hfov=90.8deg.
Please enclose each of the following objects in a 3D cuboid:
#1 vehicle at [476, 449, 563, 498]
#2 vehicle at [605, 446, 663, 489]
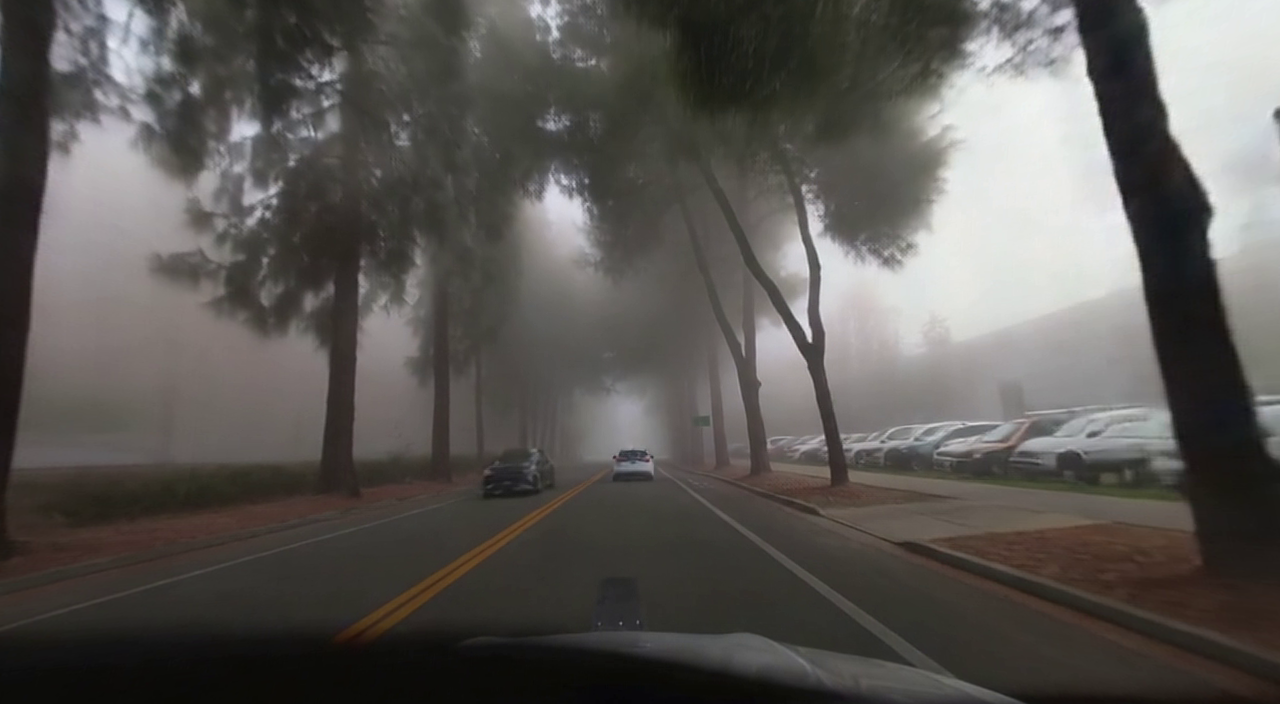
[{"bbox_3d":[-3.975,4.073,21.696,2.028,1.464,4.602,-1,-9,1],"label":"vehicle"},{"bbox_3d":[-0.255,4.670,25.903,2.152,1.574,4.223,-1,-9,-1],"label":"vehicle"}]
